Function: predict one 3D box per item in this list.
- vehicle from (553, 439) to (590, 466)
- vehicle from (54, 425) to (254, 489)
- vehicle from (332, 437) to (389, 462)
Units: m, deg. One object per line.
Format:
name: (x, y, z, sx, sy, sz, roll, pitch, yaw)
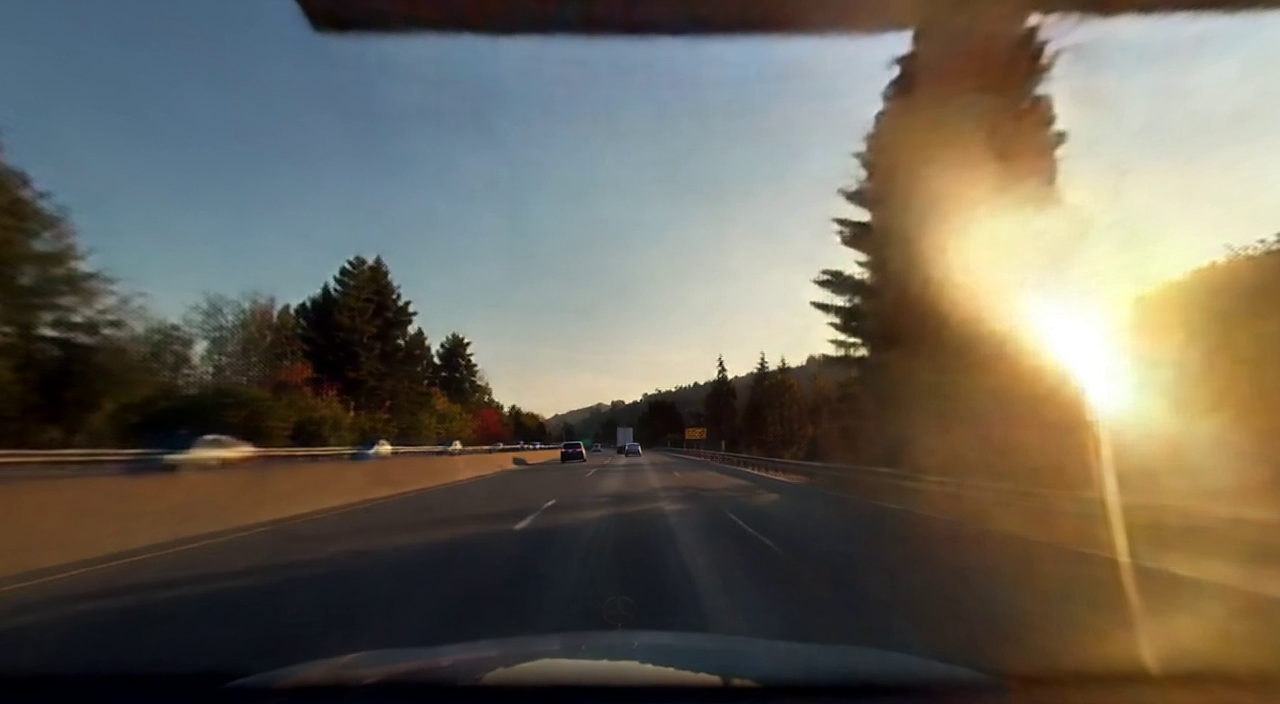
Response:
vehicle: (-4.445, 6.588, 41.207, 2.098, 1.692, 4.038, 0, -9, -1)
vehicle: (-12.597, 2.772, 16.721, 1.831, 1.460, 4.414, 0, -9, -1)
vehicle: (-17.588, 6.183, 39.605, 1.857, 1.478, 3.924, 0, -9, -1)
